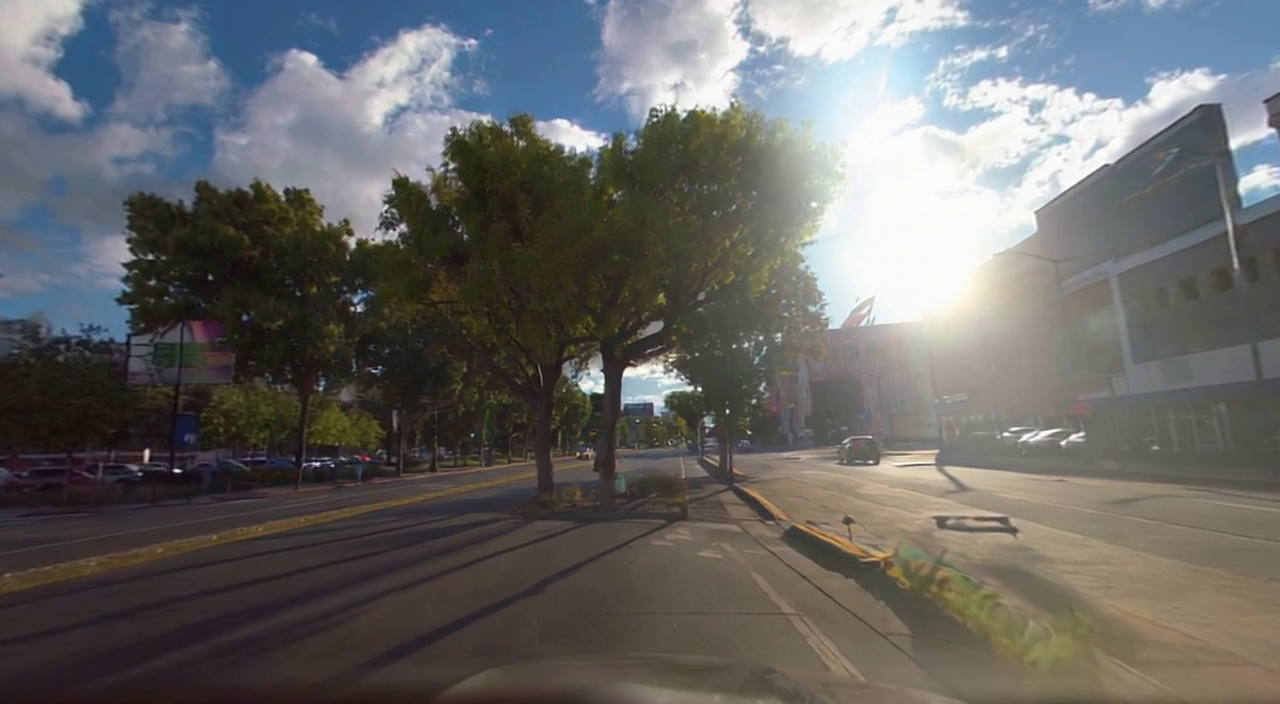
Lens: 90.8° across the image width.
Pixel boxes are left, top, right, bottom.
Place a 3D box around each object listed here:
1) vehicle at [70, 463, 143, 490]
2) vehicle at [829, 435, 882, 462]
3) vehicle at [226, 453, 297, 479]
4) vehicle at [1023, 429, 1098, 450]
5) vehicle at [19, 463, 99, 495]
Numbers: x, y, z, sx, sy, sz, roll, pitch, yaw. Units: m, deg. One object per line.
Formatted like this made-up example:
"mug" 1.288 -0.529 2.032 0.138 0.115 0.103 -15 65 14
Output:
"vehicle" -33.692 7.804 39.847 4.416 1.541 2.102 -6 -10 31
"vehicle" 14.284 6.436 42.136 2.100 1.638 4.545 -1 -9 2
"vehicle" -27.263 8.143 45.410 5.483 1.719 2.112 -6 -10 33
"vehicle" 29.159 6.123 43.880 3.839 1.386 1.816 -1 -9 7
"vehicle" -33.207 7.195 36.033 5.124 1.541 2.121 -6 -10 34
